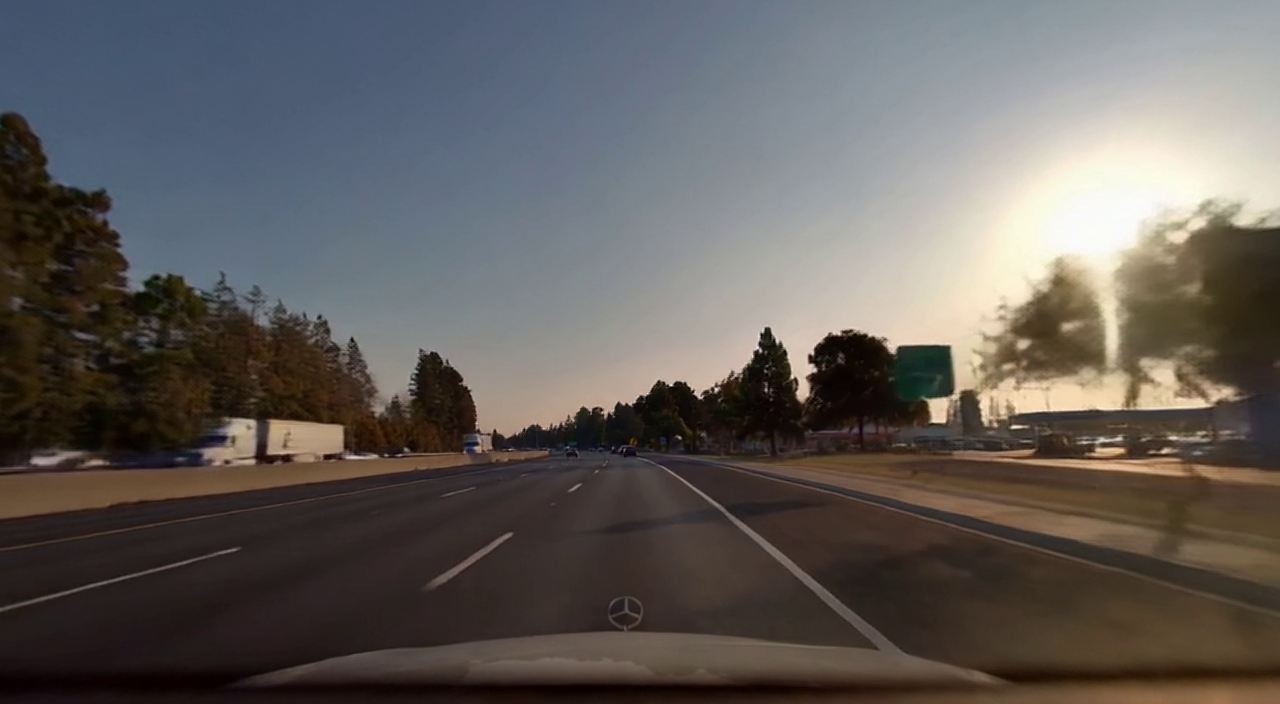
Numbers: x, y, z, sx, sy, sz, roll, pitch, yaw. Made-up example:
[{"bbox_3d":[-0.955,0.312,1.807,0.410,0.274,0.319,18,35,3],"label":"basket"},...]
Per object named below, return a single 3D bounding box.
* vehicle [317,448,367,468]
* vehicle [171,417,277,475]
[{"bbox_3d":[-23.523,8.339,49.928,2.024,1.476,4.199,0,-8,-2],"label":"vehicle"},{"bbox_3d":[-30.275,6.882,46.343,3.007,3.915,7.091,0,-8,-2],"label":"vehicle"}]
